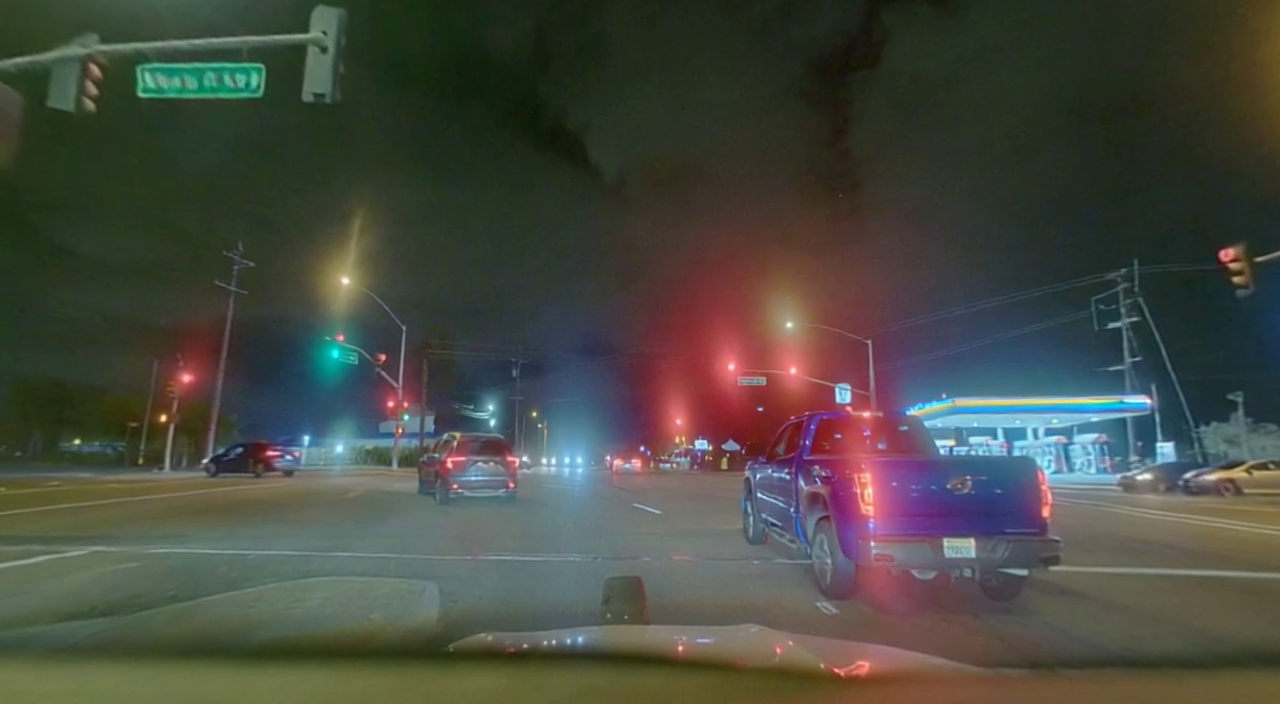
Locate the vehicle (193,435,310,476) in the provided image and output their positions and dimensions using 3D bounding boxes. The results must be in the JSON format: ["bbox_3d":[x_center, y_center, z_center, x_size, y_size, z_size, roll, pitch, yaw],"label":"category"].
[{"bbox_3d":[-17.435,4.641,28.295,4.498,1.725,1.921,-3,-9,18],"label":"vehicle"}]

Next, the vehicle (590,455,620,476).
[{"bbox_3d":[-2.336,7.482,41.809,1.898,1.281,4.013,0,-9,-3],"label":"vehicle"}]

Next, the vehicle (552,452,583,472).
[{"bbox_3d":[-5.615,8.499,49.040,1.856,1.448,4.455,0,-9,1],"label":"vehicle"}]

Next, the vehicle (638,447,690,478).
[{"bbox_3d":[1.352,6.574,37.721,1.977,1.726,4.721,2,-9,-12],"label":"vehicle"}]

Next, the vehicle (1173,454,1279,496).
[{"bbox_3d":[23.026,4.547,23.525,4.426,1.455,1.980,0,-9,-1],"label":"vehicle"}]

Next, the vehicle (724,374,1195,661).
[{"bbox_3d":[2.427,1.444,6.724,2.036,1.818,5.192,0,-9,-3],"label":"vehicle"}]

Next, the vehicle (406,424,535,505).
[{"bbox_3d":[-4.810,3.014,17.317,2.141,1.842,4.889,5,-10,-30],"label":"vehicle"}]
